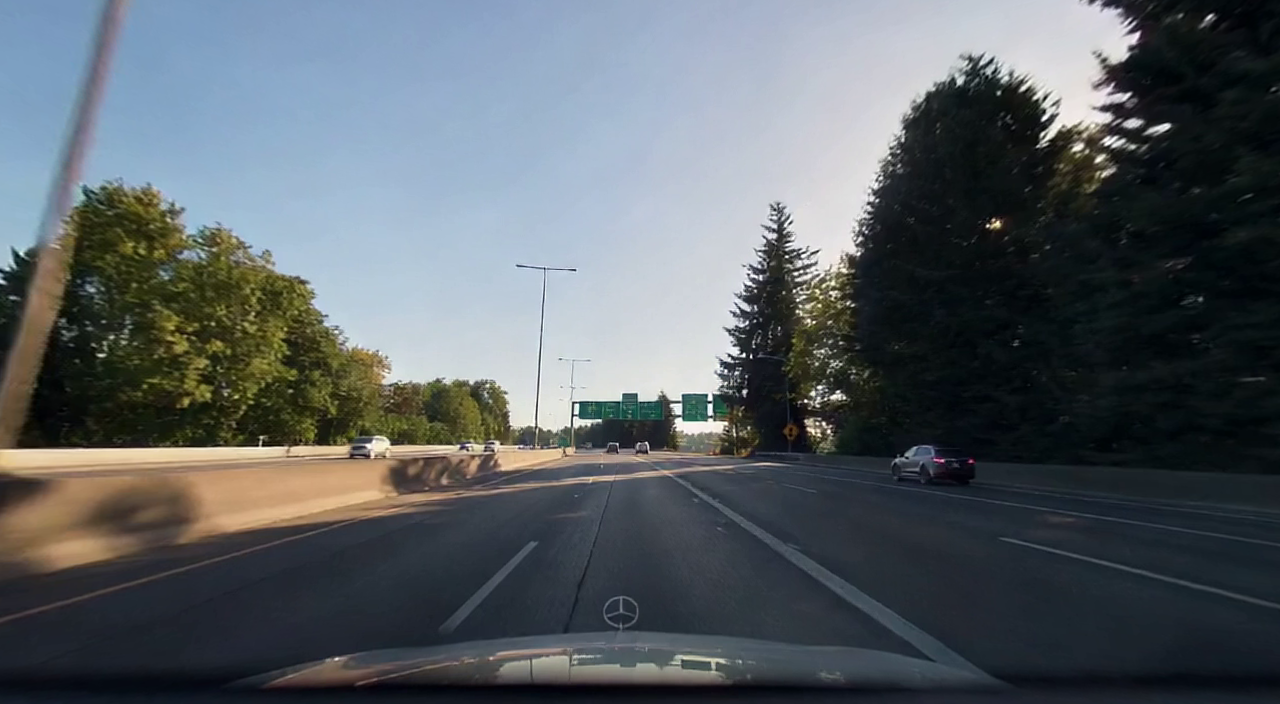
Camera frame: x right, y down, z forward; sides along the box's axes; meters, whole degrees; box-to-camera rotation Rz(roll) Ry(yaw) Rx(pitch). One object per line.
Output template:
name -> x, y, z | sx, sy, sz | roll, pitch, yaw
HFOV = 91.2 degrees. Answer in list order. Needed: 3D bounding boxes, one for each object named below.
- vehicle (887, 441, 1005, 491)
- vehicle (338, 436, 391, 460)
vehicle -> 9.914, 3.698, 20.645 | 1.853, 1.463, 3.780 | 0, -9, -2
vehicle -> -17.883, 6.262, 40.830 | 1.750, 1.484, 3.830 | 0, -9, -1
